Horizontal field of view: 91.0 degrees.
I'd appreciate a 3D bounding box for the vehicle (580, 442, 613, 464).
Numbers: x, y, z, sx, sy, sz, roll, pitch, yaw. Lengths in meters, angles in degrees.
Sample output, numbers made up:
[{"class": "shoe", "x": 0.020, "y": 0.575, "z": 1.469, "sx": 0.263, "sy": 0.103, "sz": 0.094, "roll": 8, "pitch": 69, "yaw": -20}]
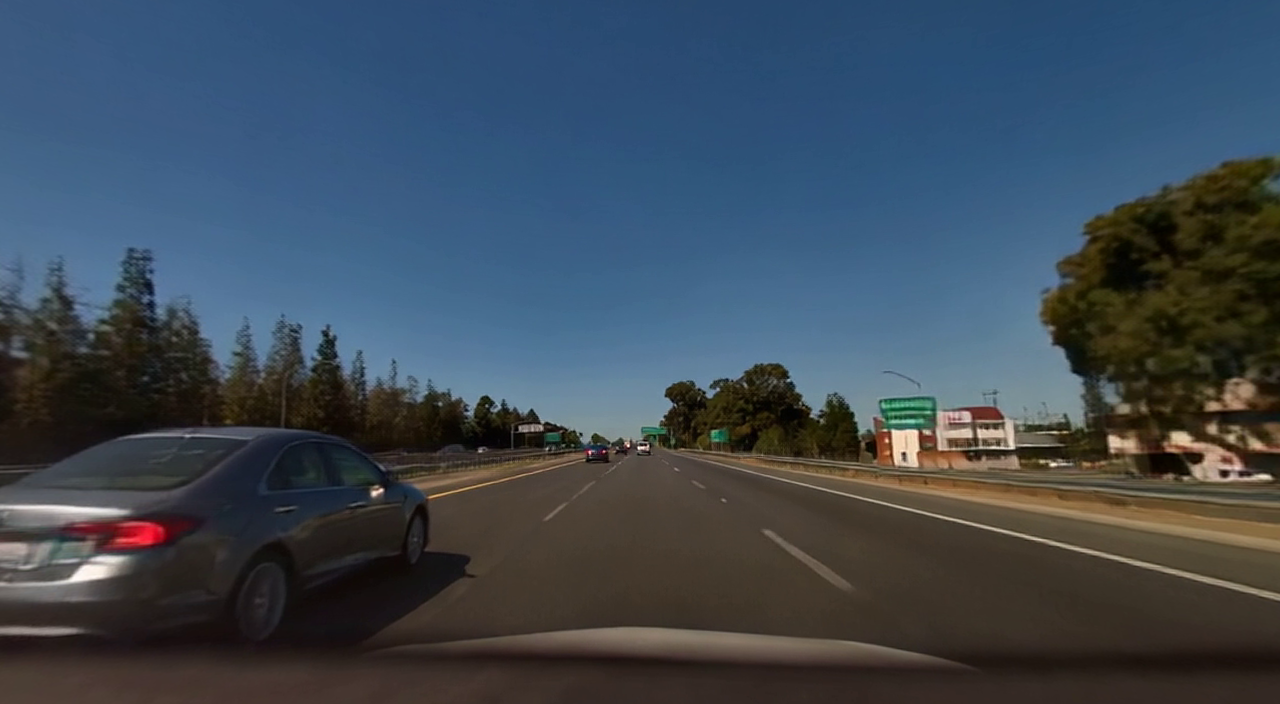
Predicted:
[{"class": "vehicle", "x": -3.120, "y": 7.321, "z": 45.698, "sx": 2.015, "sy": 1.557, "sz": 4.229, "roll": 0, "pitch": -9, "yaw": 1}]
